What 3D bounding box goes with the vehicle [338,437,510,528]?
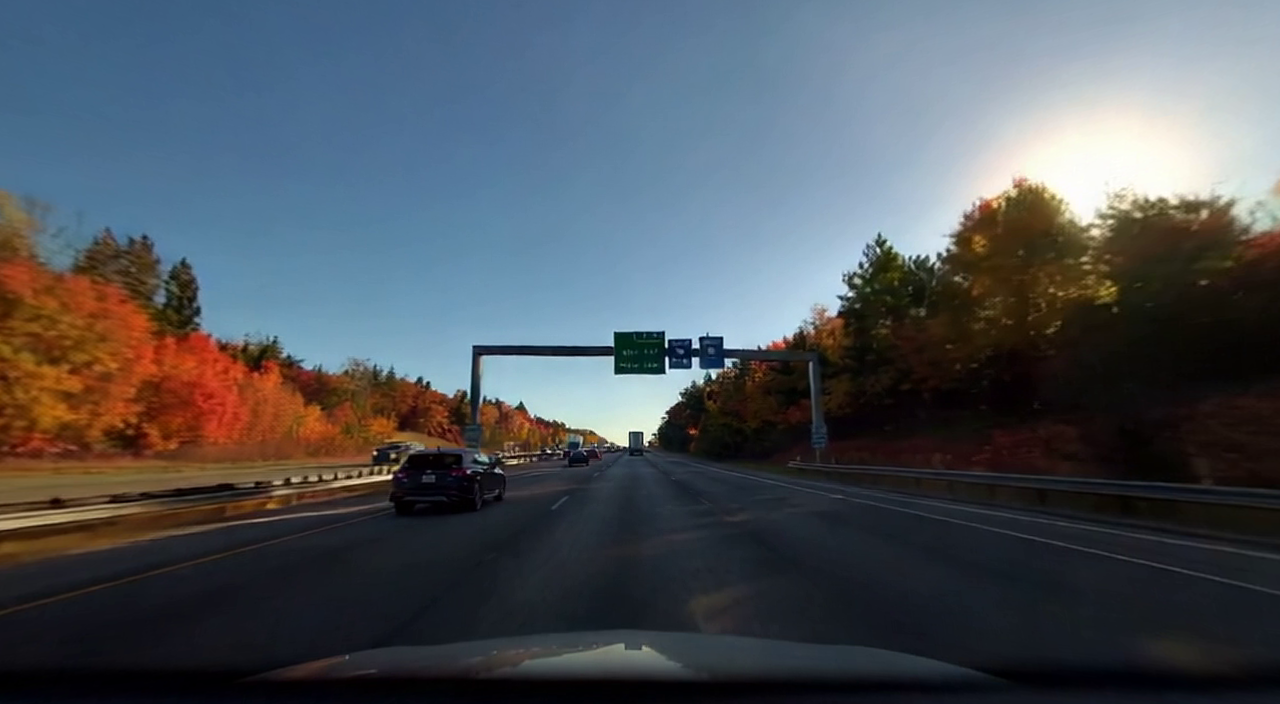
[{"bbox_3d":[-4.101,2.537,12.741,2.071,1.525,4.058,0,-9,0],"label":"vehicle"}]
